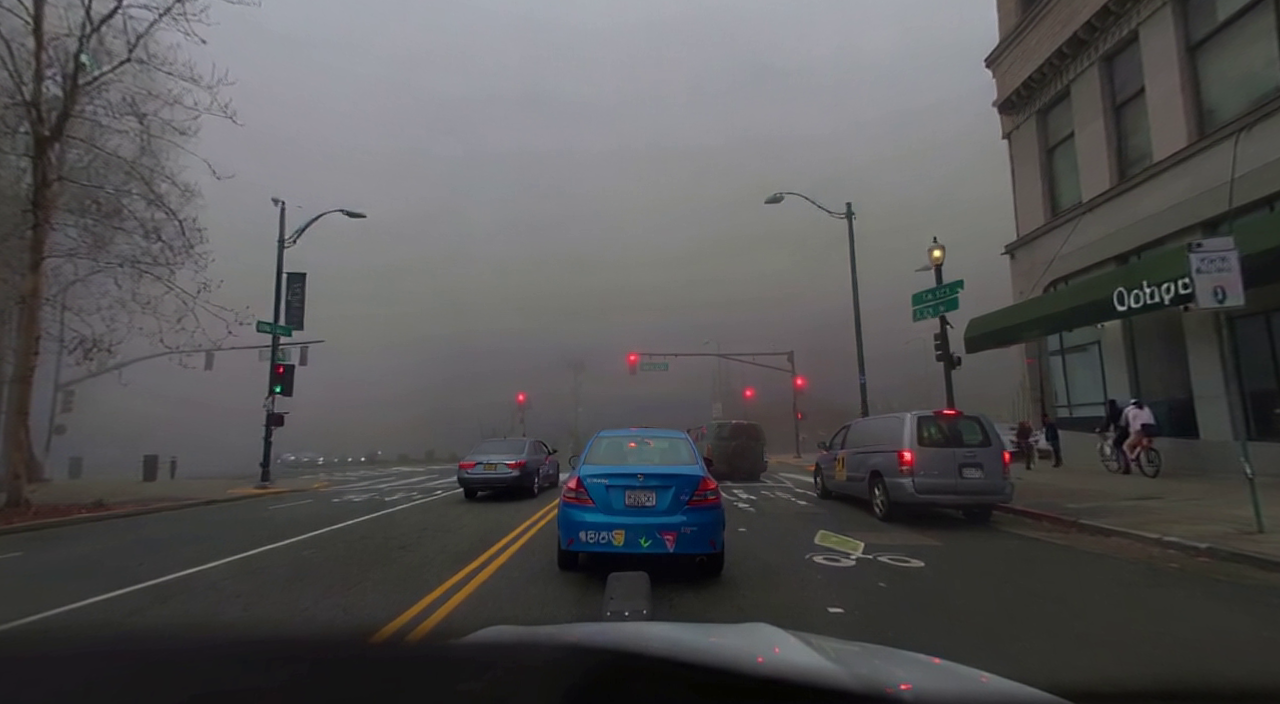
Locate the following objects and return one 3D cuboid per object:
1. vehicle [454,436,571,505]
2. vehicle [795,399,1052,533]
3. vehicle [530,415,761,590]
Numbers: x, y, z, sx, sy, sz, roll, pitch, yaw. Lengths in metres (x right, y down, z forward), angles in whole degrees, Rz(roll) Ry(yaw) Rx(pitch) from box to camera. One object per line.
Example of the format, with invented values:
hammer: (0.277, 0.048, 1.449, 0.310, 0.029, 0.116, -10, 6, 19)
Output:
vehicle: (-2.999, 2.900, 15.896, 2.039, 1.452, 4.489, 0, -9, 0)
vehicle: (4.499, 1.919, 11.108, 2.142, 1.829, 4.767, 0, -9, -2)
vehicle: (0.030, 1.667, 7.788, 2.091, 1.557, 4.000, 0, -9, 0)
